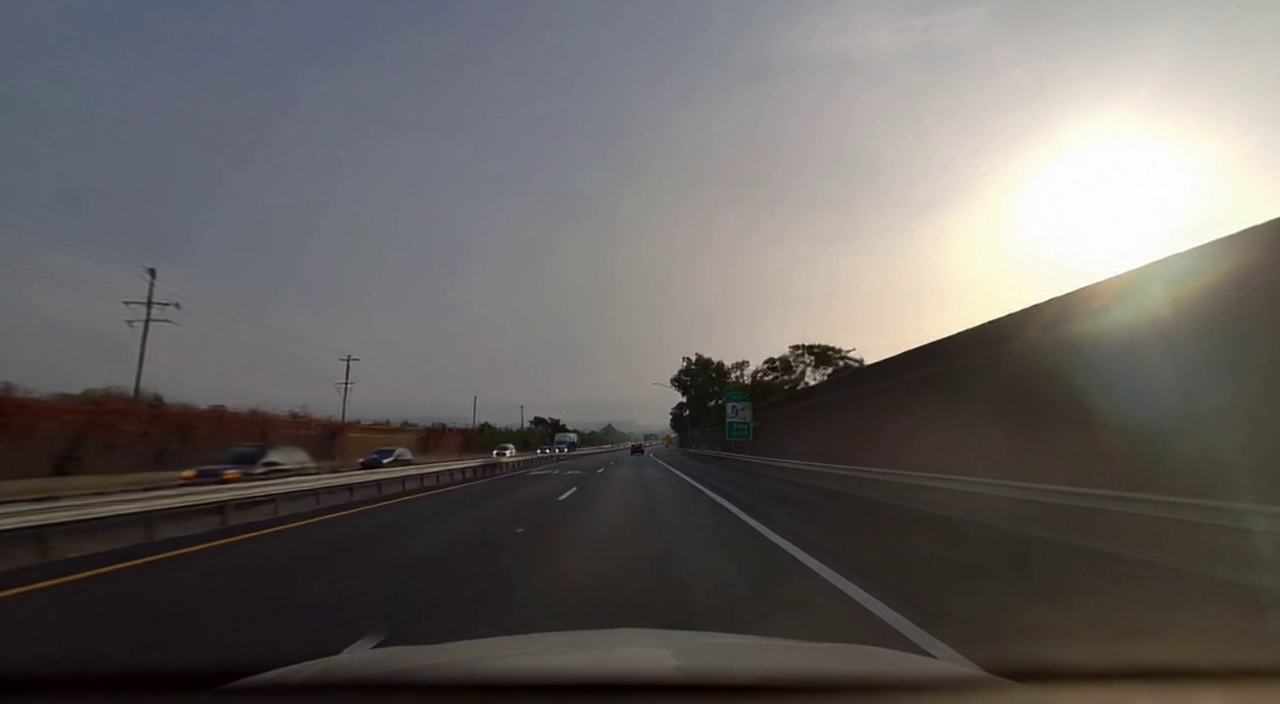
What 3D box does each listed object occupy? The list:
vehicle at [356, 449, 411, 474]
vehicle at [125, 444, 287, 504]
[{"bbox_3d":[-16.883,7.216,41.464,1.940,1.562,4.395,0,-9,-3],"label":"vehicle"},{"bbox_3d":[-12.764,3.574,18.834,1.897,1.568,4.209,0,-9,-1],"label":"vehicle"}]
